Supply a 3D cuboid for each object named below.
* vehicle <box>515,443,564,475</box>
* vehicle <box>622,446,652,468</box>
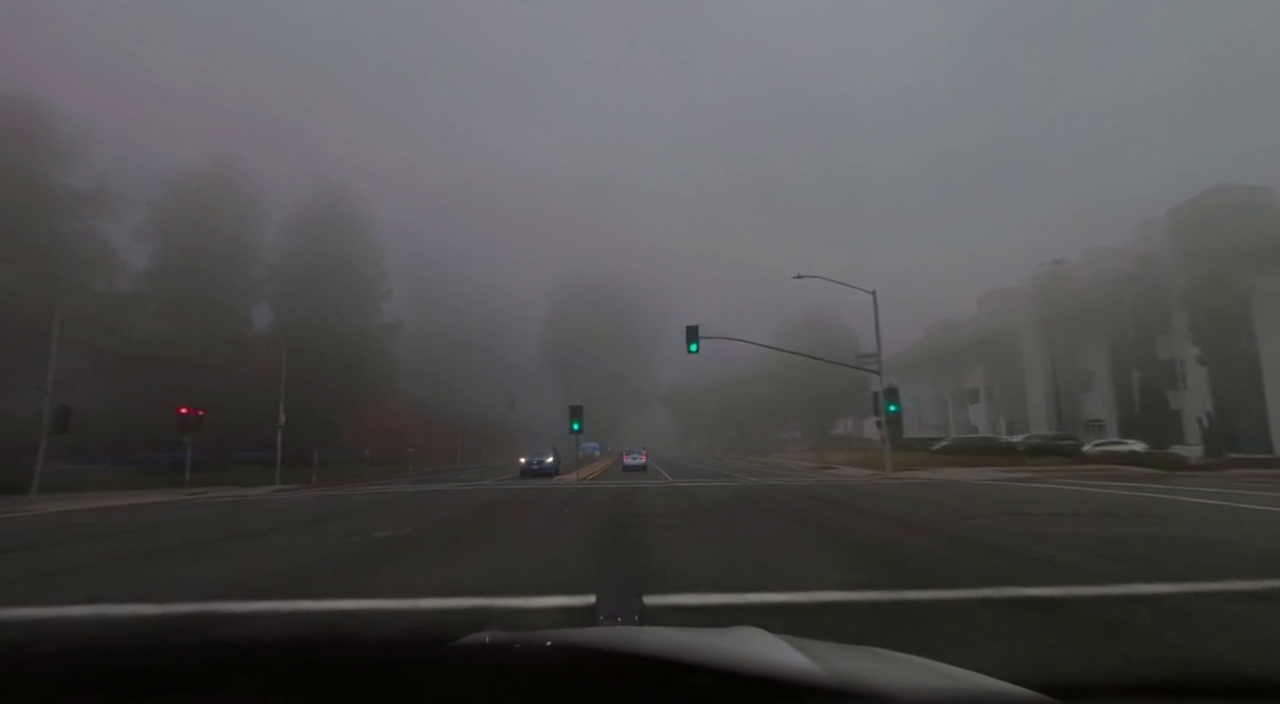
[{"bbox_3d":[-5.510,5.930,35.038,2.016,1.631,4.148,0,-9,0],"label":"vehicle"},{"bbox_3d":[-0.218,7.454,44.975,2.064,1.477,3.968,0,-9,-1],"label":"vehicle"}]
